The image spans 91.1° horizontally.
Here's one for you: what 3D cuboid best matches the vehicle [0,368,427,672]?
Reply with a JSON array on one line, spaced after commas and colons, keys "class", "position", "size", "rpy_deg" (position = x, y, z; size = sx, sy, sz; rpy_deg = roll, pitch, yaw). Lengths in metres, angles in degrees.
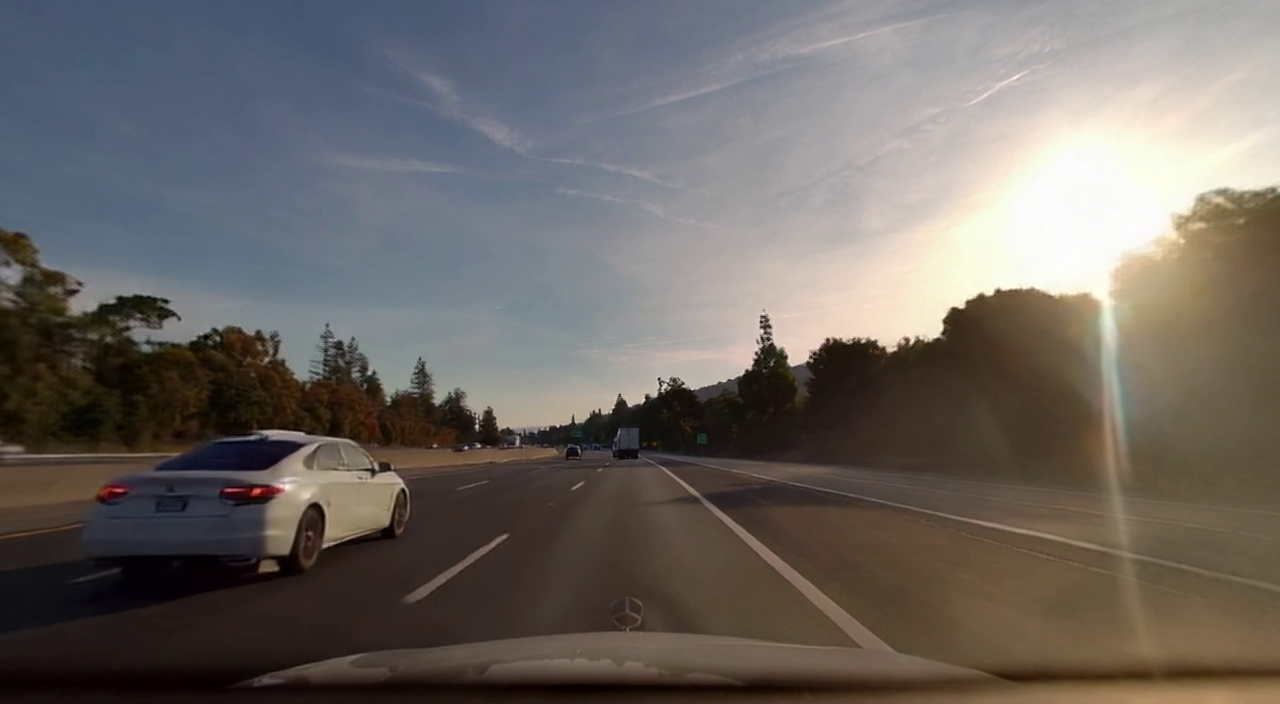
[{"class": "vehicle", "position": [-4.179, 1.336, 6.215], "size": [2.316, 1.731, 5.126], "rpy_deg": [0, -9, 0]}]
